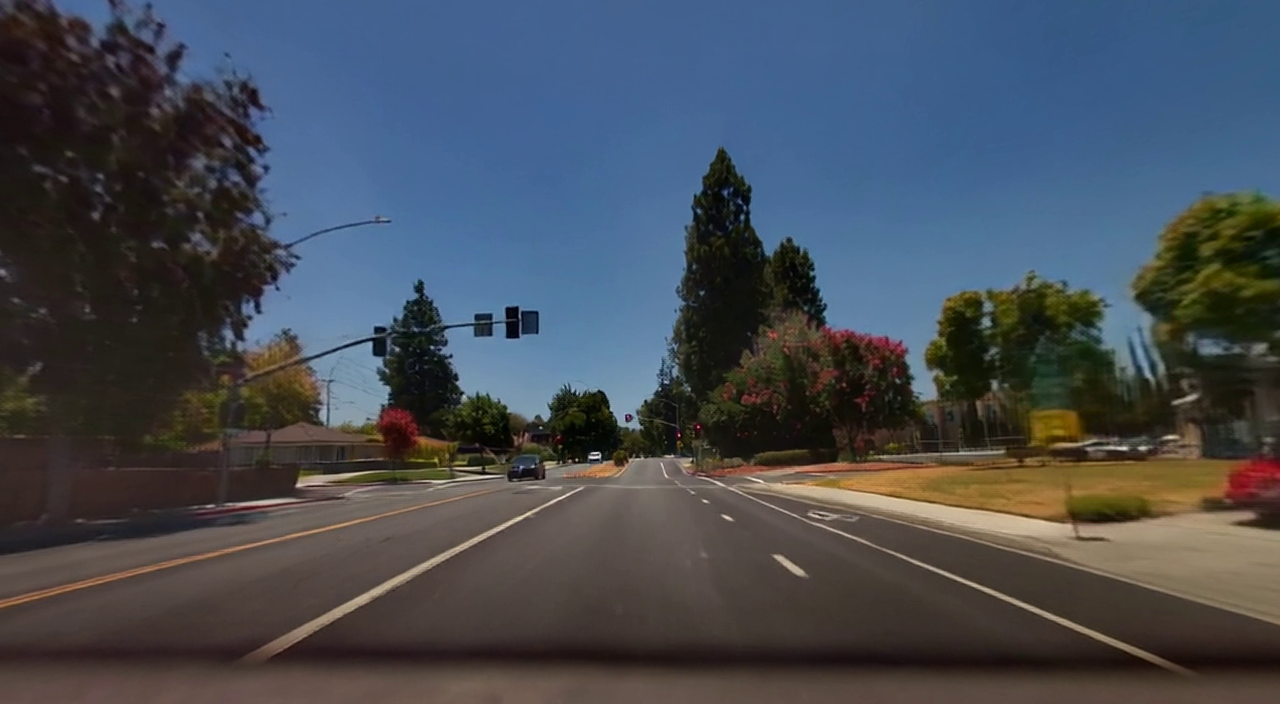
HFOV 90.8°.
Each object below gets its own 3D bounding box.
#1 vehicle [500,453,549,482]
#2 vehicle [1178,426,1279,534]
[{"bbox_3d":[-7.623,7.646,42.236,2.262,1.761,4.966,0,-9,1],"label":"vehicle"},{"bbox_3d":[11.037,1.860,9.326,4.261,1.486,2.023,0,-9,0],"label":"vehicle"}]
